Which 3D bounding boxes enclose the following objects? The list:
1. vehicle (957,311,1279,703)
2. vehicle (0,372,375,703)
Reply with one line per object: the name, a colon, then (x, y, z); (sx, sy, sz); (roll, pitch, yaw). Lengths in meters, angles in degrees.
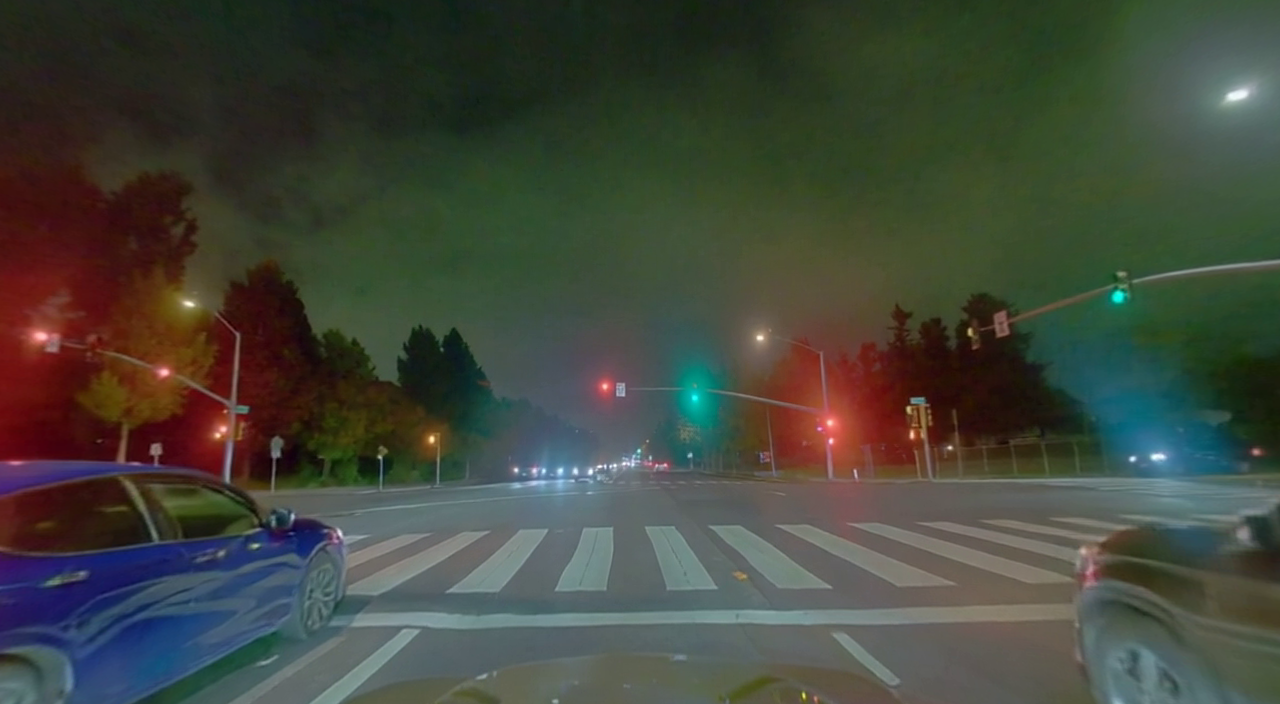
vehicle: (2.865, 0.653, 1.309); (2.099, 1.671, 4.491); (0, -9, 1)
vehicle: (-2.997, 0.947, 2.777); (1.969, 1.513, 3.773); (0, -9, 1)
